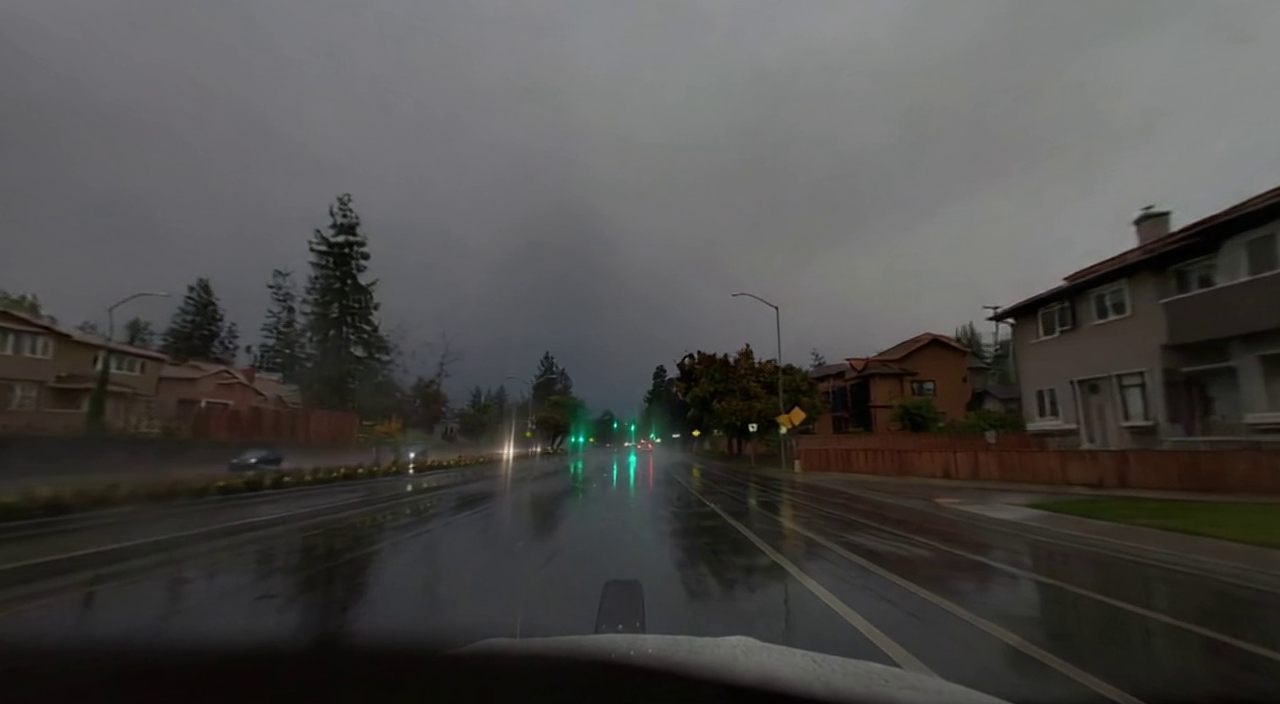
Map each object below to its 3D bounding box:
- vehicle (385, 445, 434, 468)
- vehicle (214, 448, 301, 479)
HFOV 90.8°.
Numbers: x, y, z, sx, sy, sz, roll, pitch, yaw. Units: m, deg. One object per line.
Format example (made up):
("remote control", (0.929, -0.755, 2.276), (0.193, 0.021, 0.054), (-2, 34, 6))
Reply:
("vehicle", (-16.241, 7.389, 44.779), (1.773, 1.505, 4.280), (0, -9, 1))
("vehicle", (-20.285, 5.908, 33.760), (1.834, 1.464, 4.490), (0, -8, 0))
